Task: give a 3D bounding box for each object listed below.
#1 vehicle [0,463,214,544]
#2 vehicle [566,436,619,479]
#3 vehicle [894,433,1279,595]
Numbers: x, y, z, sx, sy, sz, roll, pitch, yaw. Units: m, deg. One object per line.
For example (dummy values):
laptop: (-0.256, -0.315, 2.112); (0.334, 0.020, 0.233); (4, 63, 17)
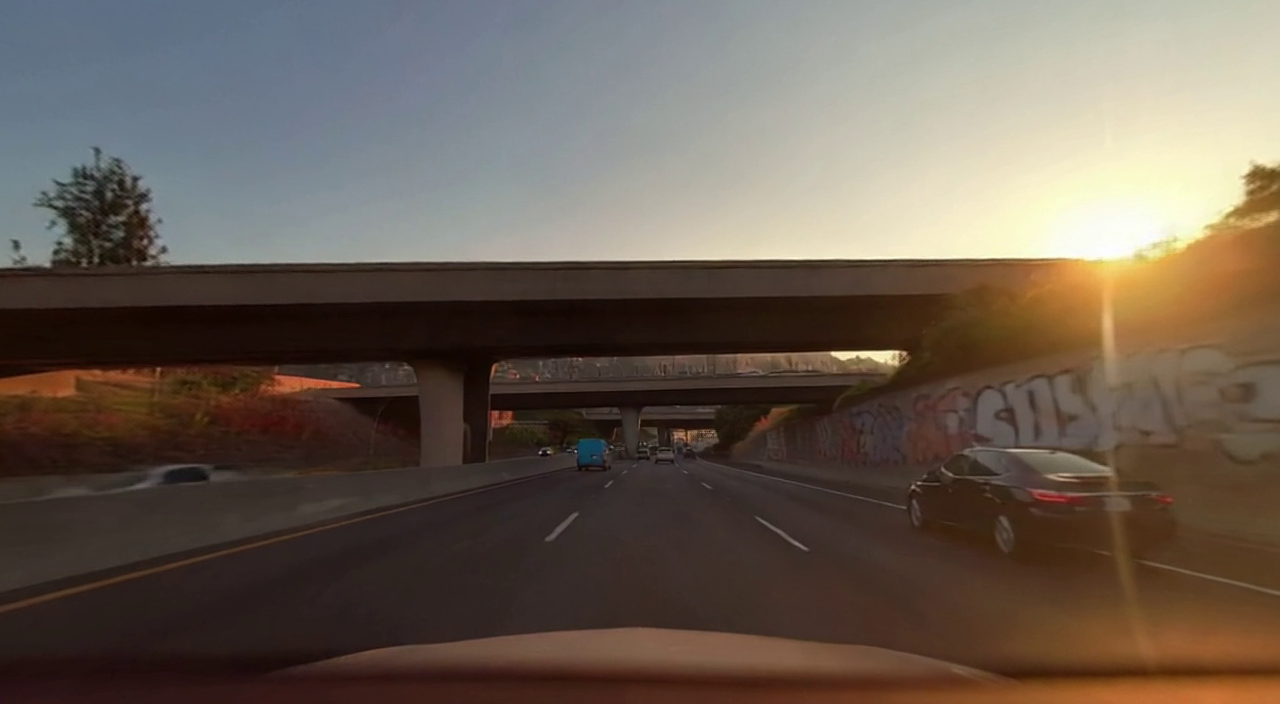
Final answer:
vehicle: (-12.193, 3.320, 14.405); (1.912, 1.440, 4.266); (0, -9, 1)
vehicle: (-2.359, 5.475, 33.045); (2.310, 2.030, 5.094); (0, -9, 1)
vehicle: (5.284, 1.871, 8.286); (1.972, 1.492, 4.623); (0, -9, 0)
